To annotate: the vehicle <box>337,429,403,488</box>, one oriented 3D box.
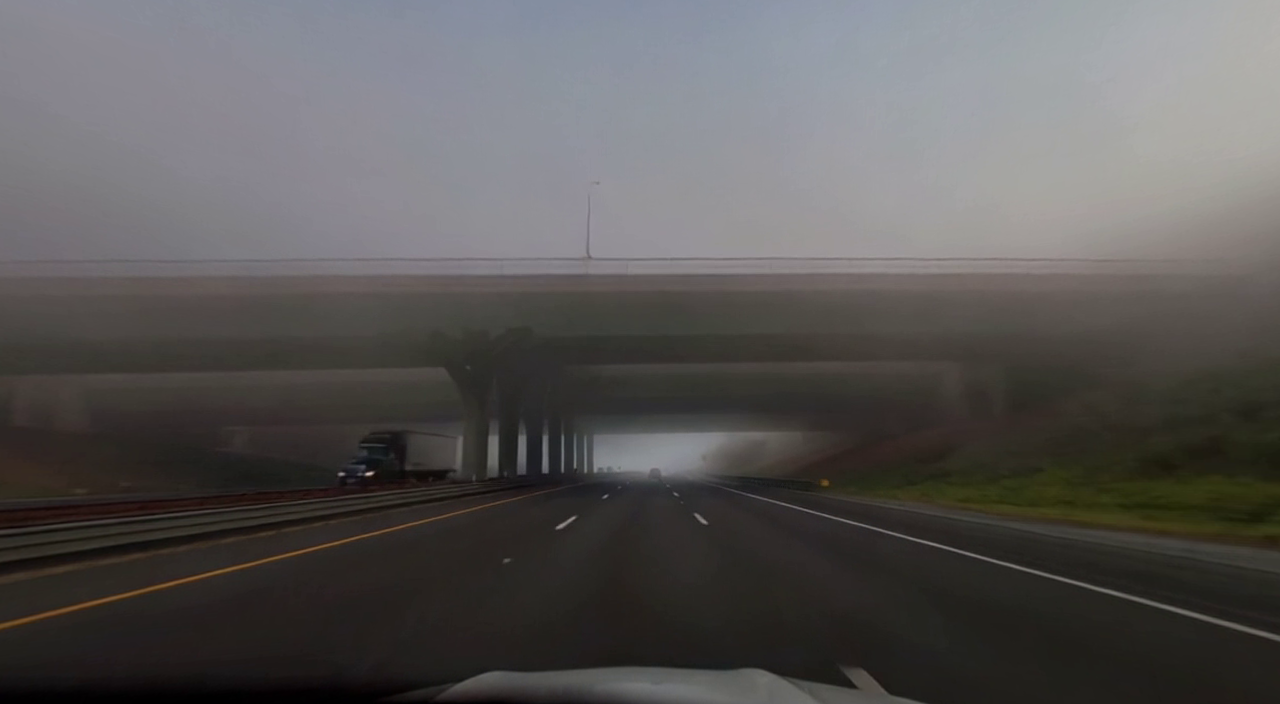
[{"bbox_3d":[-18.994,7.516,44.364,2.987,3.971,3.106,0,-11,1],"label":"vehicle"}]
